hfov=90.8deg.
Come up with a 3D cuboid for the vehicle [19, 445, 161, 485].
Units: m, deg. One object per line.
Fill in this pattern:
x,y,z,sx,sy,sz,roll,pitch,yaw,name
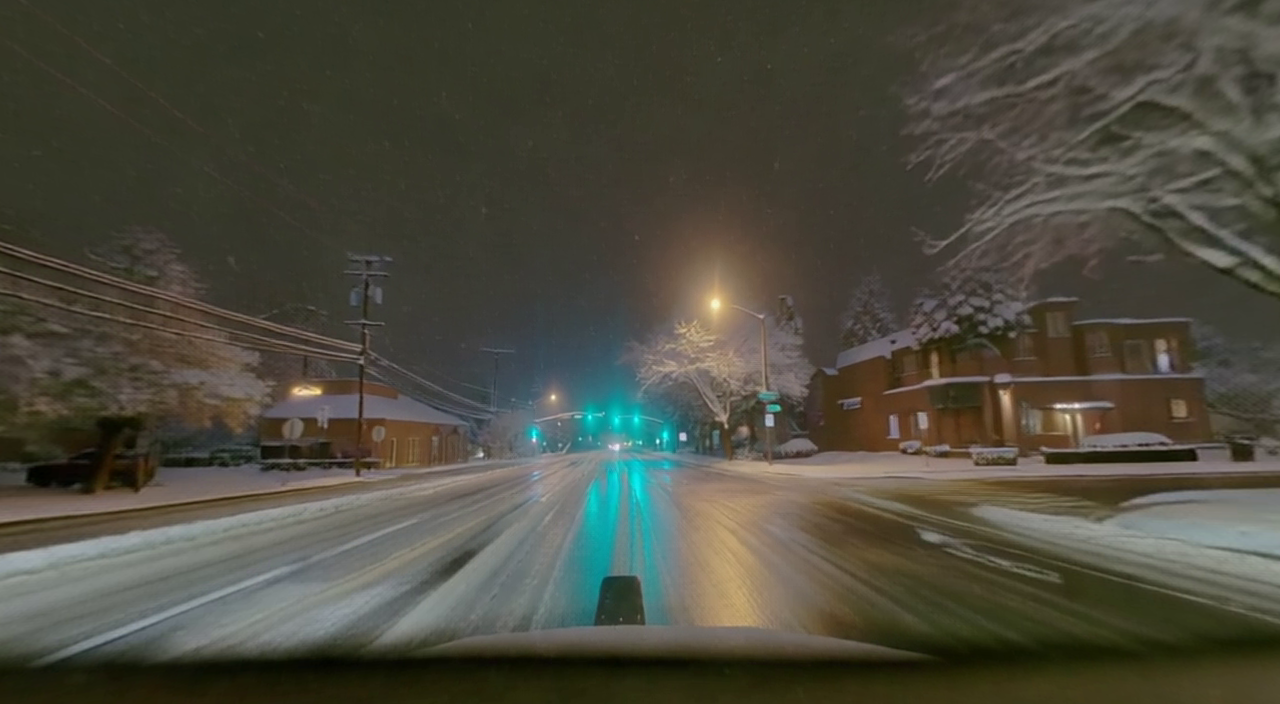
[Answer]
-25.865,5.329,29.877,4.577,1.584,2.000,3,-7,-7,vehicle
